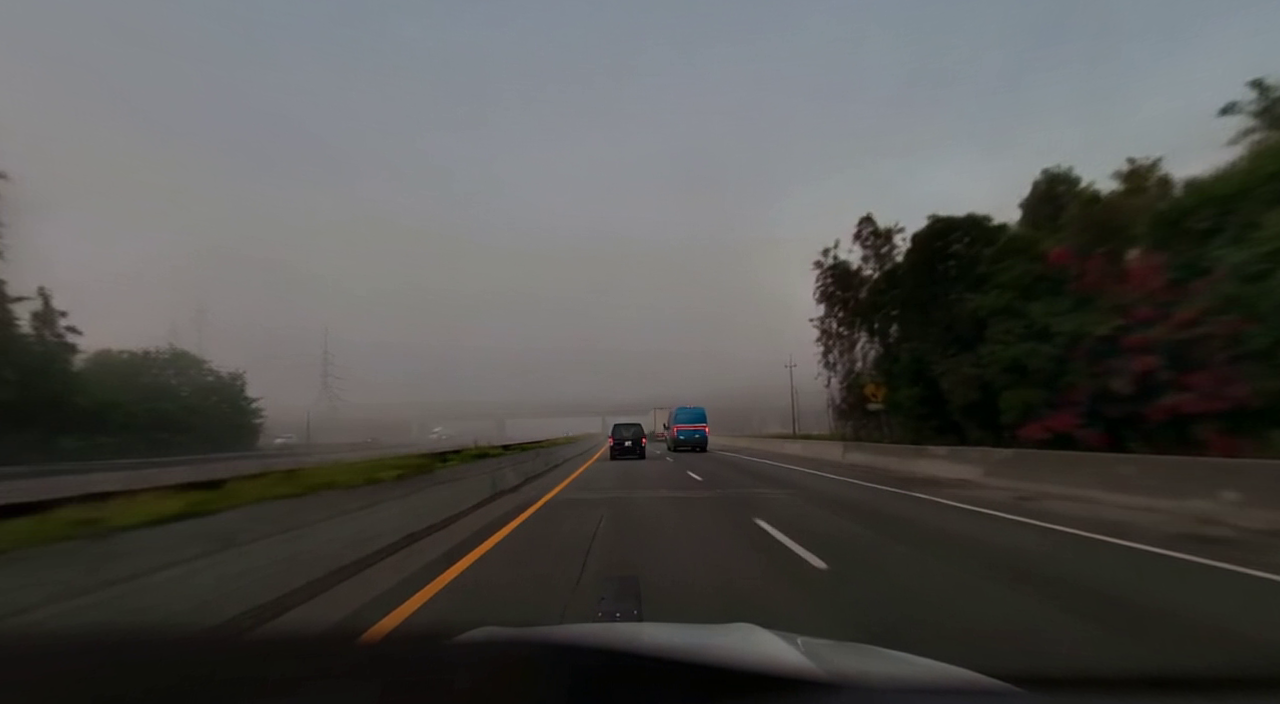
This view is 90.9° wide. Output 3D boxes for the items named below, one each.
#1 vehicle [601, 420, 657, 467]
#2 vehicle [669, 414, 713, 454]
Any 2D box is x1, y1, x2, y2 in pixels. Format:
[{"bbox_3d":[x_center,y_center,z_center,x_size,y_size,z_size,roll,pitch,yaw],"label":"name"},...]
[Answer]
[{"bbox_3d":[-0.481,3.715,25.713,2.073,1.750,4.116,0,-8,-2],"label":"vehicle"},{"bbox_3d":[3.361,5.560,42.661,2.387,2.506,5.374,0,-8,-2],"label":"vehicle"}]
